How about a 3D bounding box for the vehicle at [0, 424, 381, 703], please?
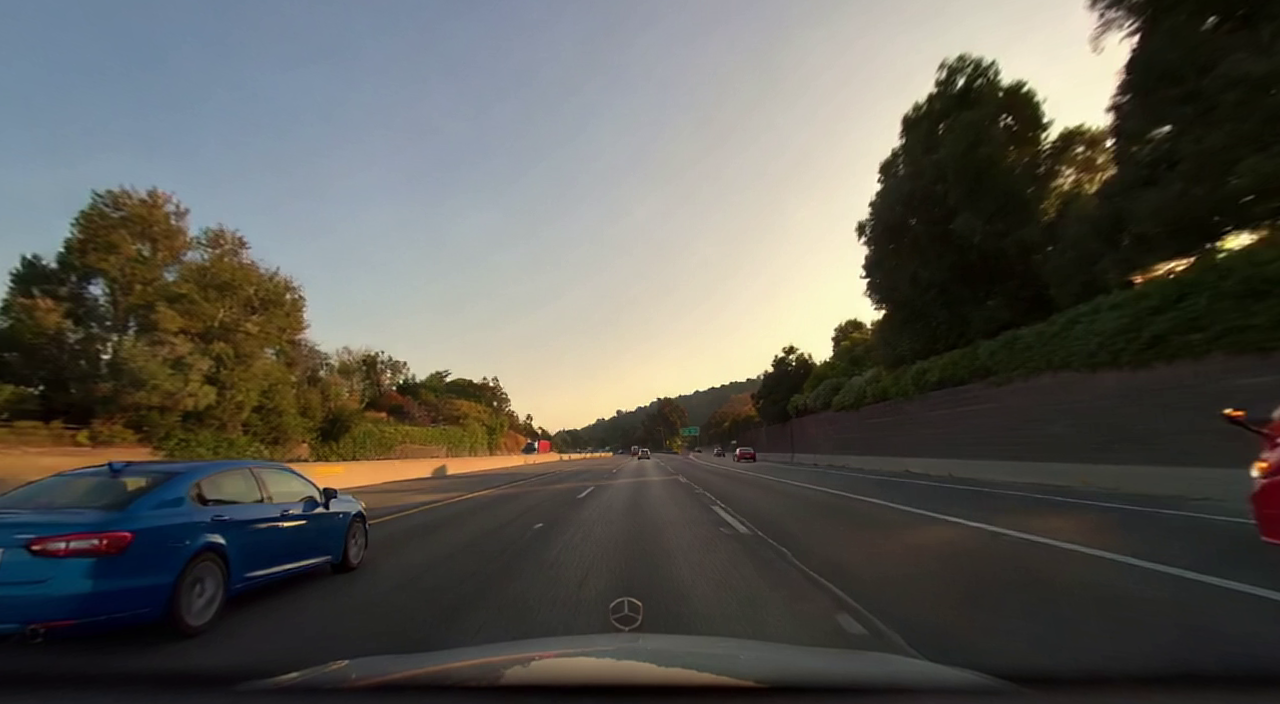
[{"bbox_3d":[-3.809,1.332,4.598,1.873,1.438,4.546,-1,-9,1],"label":"vehicle"}]
